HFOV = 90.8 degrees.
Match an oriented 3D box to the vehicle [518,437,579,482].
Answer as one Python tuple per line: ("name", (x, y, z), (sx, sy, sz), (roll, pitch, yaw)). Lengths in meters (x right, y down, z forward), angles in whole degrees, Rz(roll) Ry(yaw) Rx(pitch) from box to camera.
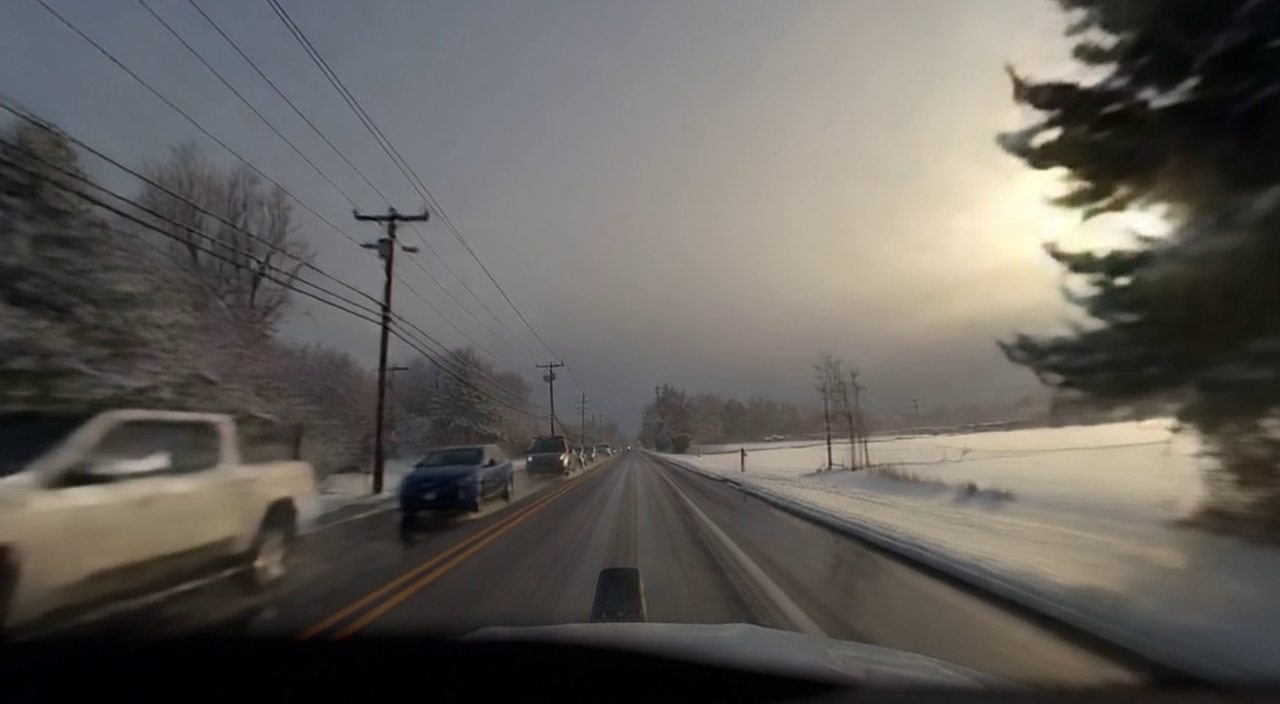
("vehicle", (-4.307, 5.089, 30.423), (2.261, 1.901, 4.549), (-2, -8, -1))

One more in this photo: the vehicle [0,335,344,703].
("vehicle", (-4.958, 1.290, 5.492), (2.366, 2.144, 5.347), (-3, -8, -2))

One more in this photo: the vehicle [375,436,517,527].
("vehicle", (-4.300, 2.875, 14.815), (2.070, 1.665, 4.554), (-3, -8, -3))
